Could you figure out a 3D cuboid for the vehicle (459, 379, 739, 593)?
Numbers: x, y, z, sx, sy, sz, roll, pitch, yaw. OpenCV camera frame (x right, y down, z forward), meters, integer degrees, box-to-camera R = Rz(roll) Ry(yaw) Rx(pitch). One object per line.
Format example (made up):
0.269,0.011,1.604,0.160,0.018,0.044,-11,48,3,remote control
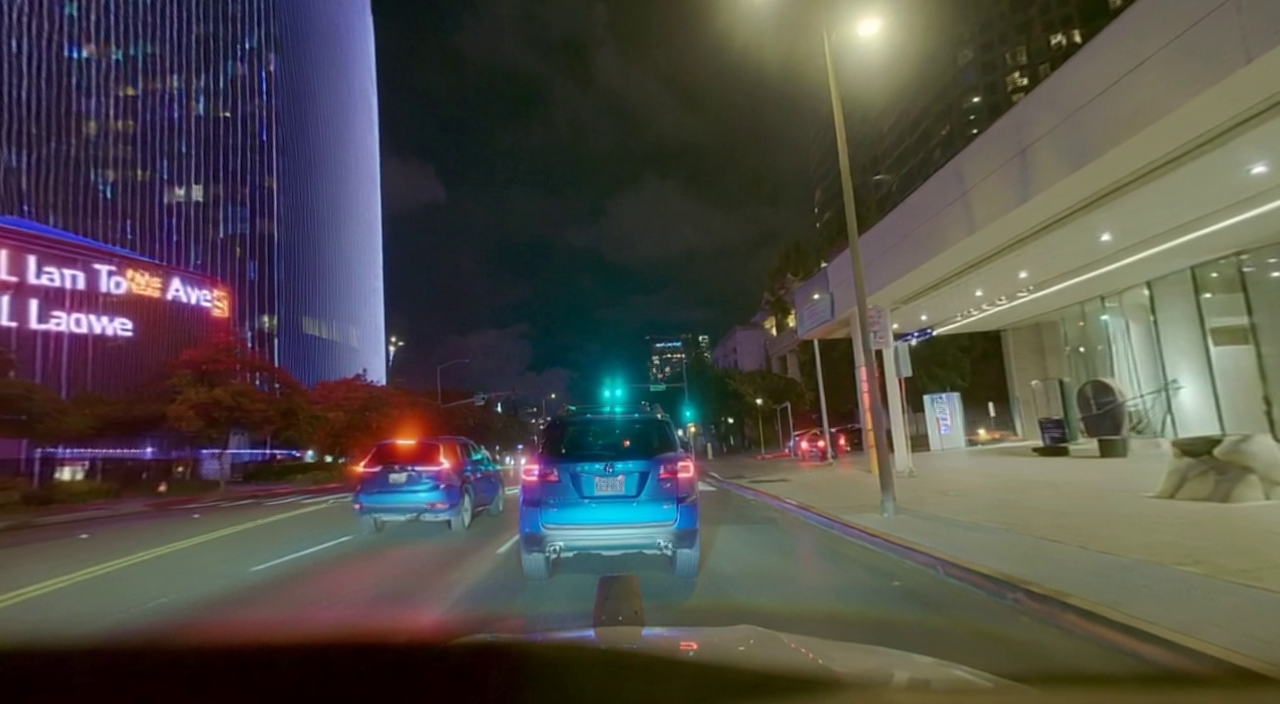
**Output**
-0.437,1.534,8.020,2.531,1.930,4.382,0,-8,-2,vehicle

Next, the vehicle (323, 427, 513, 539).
-3.781,2.292,11.767,1.971,1.658,4.428,0,-8,-1,vehicle

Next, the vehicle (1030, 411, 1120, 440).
24.470,4.163,35.634,3.826,1.544,1.754,1,-9,-5,vehicle

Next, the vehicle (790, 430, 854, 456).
10.621,5.291,36.787,1.877,1.416,3.965,-8,-12,44,vehicle
